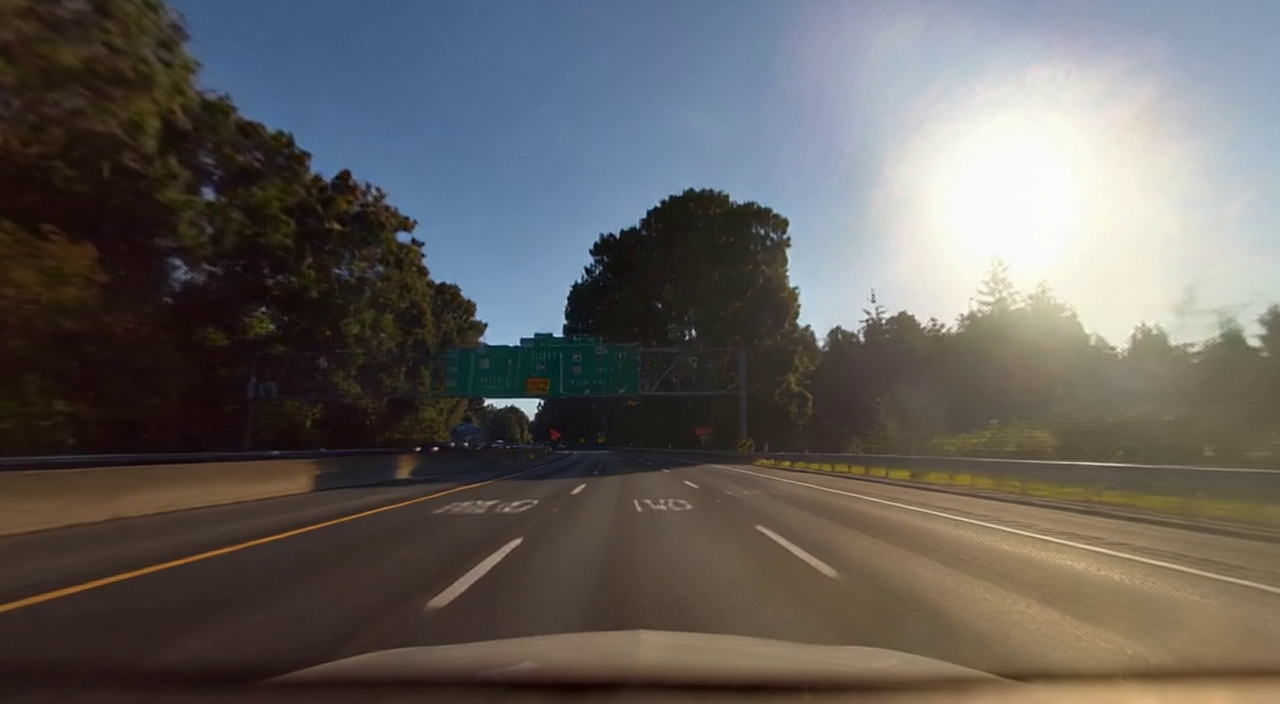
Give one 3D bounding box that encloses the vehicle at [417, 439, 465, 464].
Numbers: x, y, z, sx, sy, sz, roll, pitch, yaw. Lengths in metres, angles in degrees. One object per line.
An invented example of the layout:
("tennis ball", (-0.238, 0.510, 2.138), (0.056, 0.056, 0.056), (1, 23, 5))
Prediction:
("vehicle", (-13.144, 6.597, 41.856), (1.872, 1.567, 4.324), (0, -9, -2))
